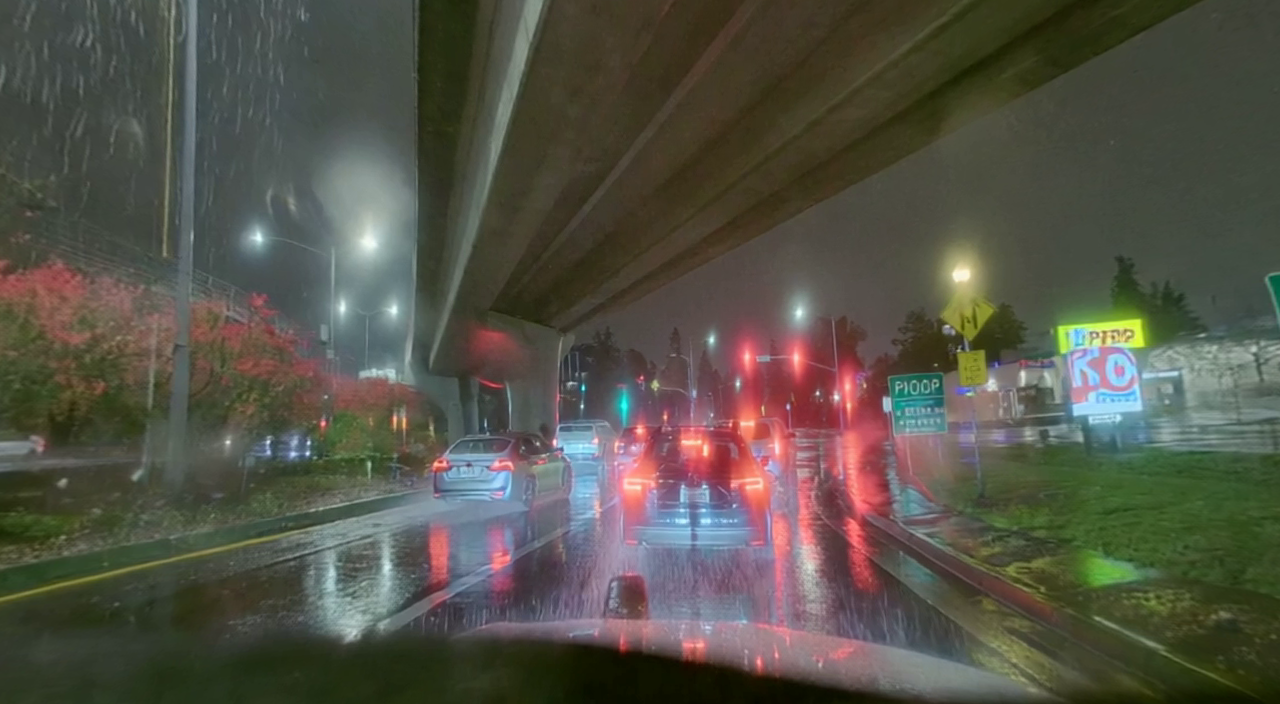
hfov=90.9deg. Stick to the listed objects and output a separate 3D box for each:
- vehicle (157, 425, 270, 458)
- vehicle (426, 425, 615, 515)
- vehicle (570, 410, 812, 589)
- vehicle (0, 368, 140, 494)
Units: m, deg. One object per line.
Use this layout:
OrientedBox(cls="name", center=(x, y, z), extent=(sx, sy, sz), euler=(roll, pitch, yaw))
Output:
OrientedBox(cls="vehicle", center=(-27.325, 5.764, 40.608), extent=(5.457, 2.021, 2.213), euler=(2, -9, -14))
OrientedBox(cls="vehicle", center=(-2.221, 2.400, 13.391), extent=(2.214, 1.519, 4.704), euler=(-2, -9, 13))
OrientedBox(cls="vehicle", center=(0.774, 1.648, 7.963), extent=(2.195, 1.571, 4.353), euler=(-2, -8, 9))
OrientedBox(cls="vehicle", center=(-24.255, 2.789, 19.861), extent=(13.064, 3.755, 3.269), euler=(-2, -8, -13))
